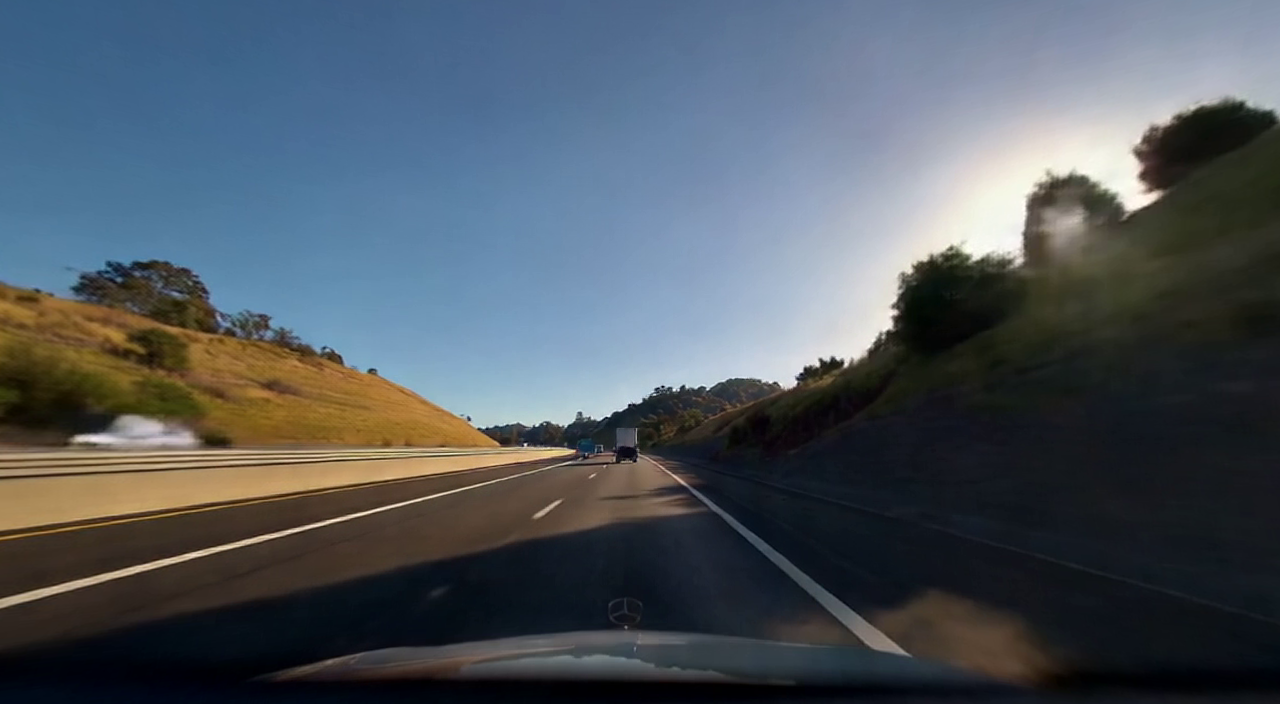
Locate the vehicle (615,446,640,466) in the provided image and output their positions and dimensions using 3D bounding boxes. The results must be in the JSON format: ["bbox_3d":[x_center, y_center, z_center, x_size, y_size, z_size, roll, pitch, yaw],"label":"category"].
[{"bbox_3d":[-0.947,8.090,49.206,1.891,1.456,3.806,0,-9,0],"label":"vehicle"}]
